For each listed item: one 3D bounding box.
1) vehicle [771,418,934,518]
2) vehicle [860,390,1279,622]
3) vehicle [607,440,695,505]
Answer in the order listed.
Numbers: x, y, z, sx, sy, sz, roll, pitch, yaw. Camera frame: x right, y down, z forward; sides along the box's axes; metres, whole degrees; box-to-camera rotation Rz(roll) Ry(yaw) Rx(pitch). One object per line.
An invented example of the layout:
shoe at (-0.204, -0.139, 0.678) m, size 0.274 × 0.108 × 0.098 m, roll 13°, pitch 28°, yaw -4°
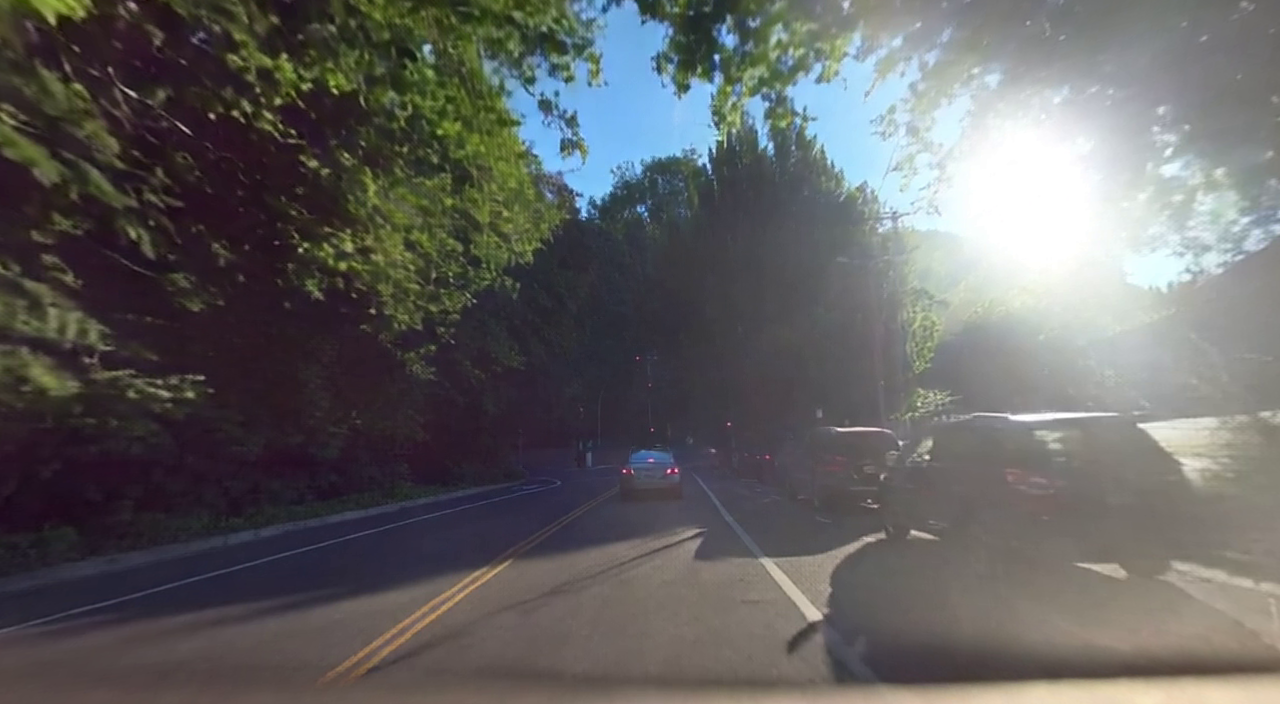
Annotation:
vehicle at (4.390, 2.469, 13.930) m, size 2.093 × 1.822 × 4.483 m, roll 0°, pitch -8°, yaw 1°
vehicle at (4.248, 1.489, 7.074) m, size 1.969 × 1.738 × 4.515 m, roll 0°, pitch -8°, yaw 1°
vehicle at (0.310, 3.158, 16.975) m, size 2.078 × 1.521 × 4.058 m, roll 0°, pitch -8°, yaw 2°
